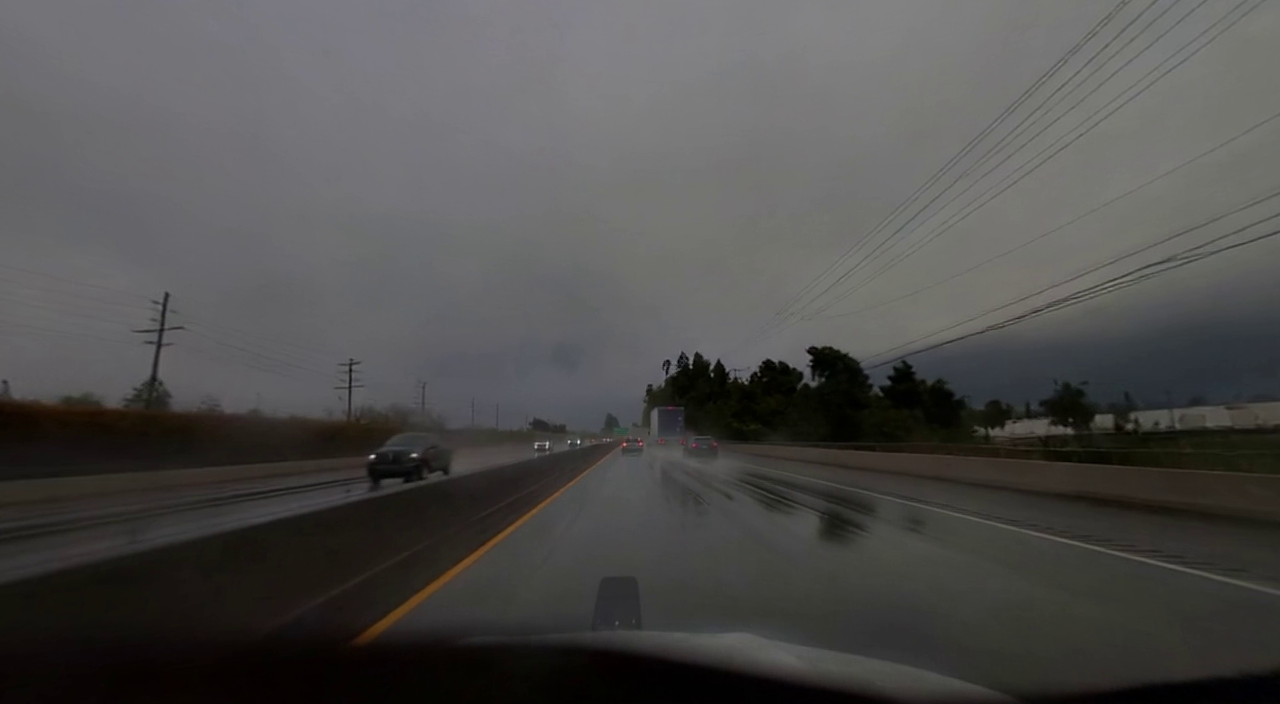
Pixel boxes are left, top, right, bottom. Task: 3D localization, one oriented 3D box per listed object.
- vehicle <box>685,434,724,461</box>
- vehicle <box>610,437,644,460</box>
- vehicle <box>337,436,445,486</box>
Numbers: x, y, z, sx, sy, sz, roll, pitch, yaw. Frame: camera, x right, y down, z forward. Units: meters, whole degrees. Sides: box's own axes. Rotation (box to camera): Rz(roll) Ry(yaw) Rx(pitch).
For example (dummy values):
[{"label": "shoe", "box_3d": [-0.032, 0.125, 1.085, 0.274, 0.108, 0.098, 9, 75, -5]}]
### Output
[{"label": "vehicle", "box_3d": [4.009, 6.016, 39.901, 1.930, 1.573, 3.853, 0, -8, -2]}, {"label": "vehicle", "box_3d": [-0.879, 6.428, 42.384, 2.163, 1.466, 3.693, 0, -8, -1]}, {"label": "vehicle", "box_3d": [-9.037, 3.957, 23.385, 2.056, 1.650, 4.770, 0, -8, 0]}]
